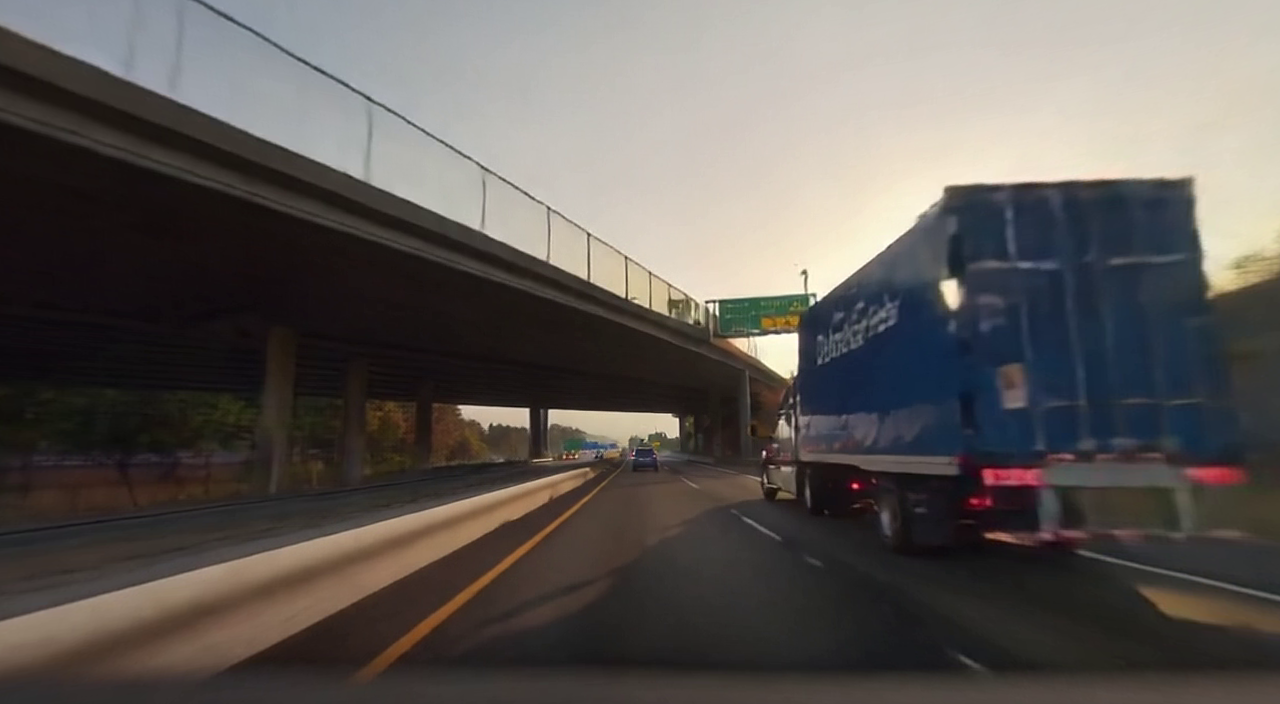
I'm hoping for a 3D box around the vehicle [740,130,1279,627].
[{"bbox_3d":[4.827,1.248,12.707,3.167,4.180,14.924,2,-9,0],"label":"vehicle"}]

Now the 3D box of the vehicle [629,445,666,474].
[{"bbox_3d":[0.422,6.643,38.841,2.160,1.691,4.243,0,-9,0],"label":"vehicle"}]
